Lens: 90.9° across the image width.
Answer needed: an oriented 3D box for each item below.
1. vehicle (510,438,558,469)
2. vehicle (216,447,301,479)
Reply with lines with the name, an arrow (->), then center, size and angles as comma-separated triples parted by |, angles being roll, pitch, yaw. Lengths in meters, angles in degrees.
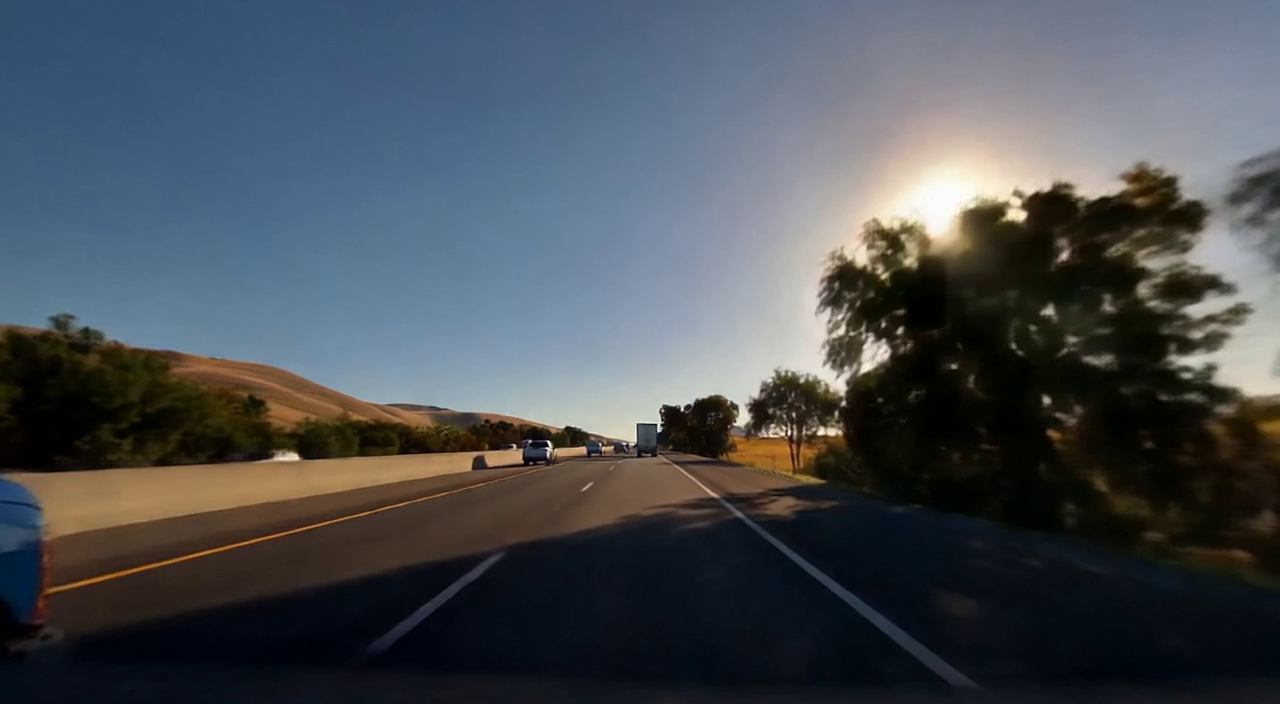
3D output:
vehicle -> -6.853, 6.582, 41.274 | 2.193, 1.866, 4.807 | -1, -8, 2
vehicle -> -21.422, 6.226, 35.650 | 1.920, 1.644, 4.610 | 0, -8, 0
